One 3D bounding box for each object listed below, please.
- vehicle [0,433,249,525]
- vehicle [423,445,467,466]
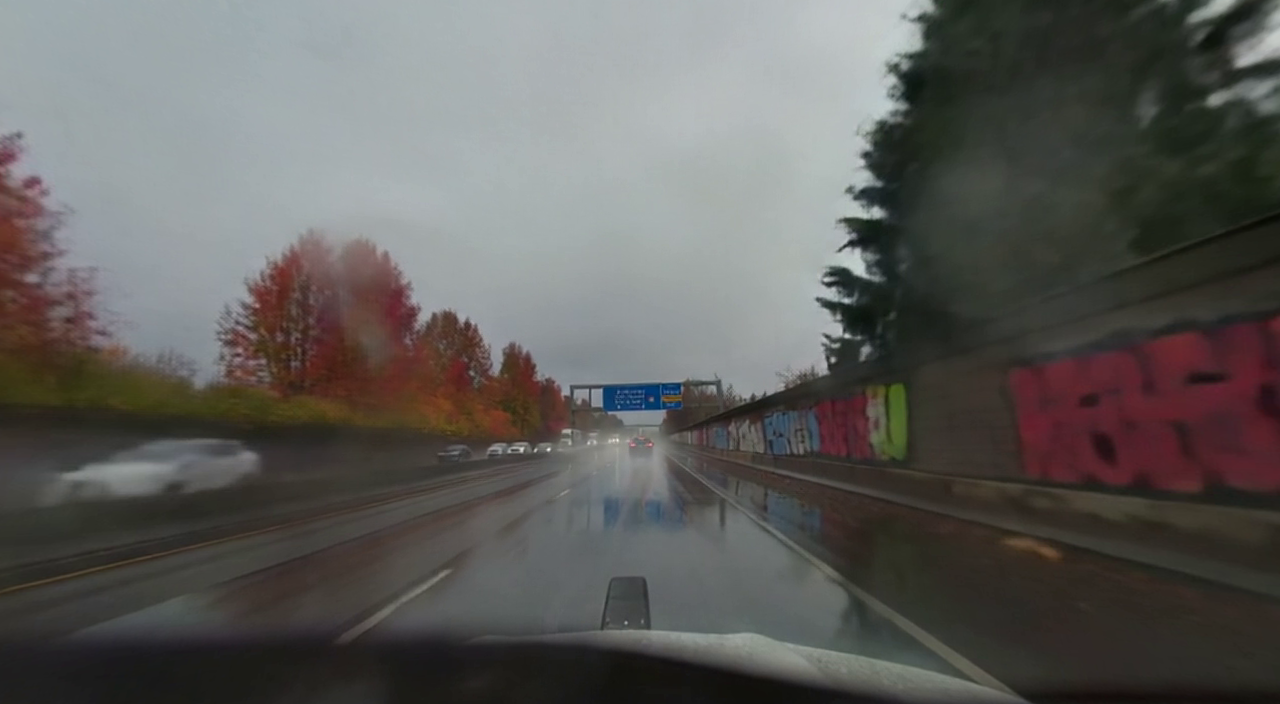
[{"bbox_3d":[-10.881,2.585,13.493,1.988,1.594,4.624,0,-8,0],"label":"vehicle"},{"bbox_3d":[-14.522,7.736,47.155,1.796,1.495,4.504,0,-8,1],"label":"vehicle"}]
